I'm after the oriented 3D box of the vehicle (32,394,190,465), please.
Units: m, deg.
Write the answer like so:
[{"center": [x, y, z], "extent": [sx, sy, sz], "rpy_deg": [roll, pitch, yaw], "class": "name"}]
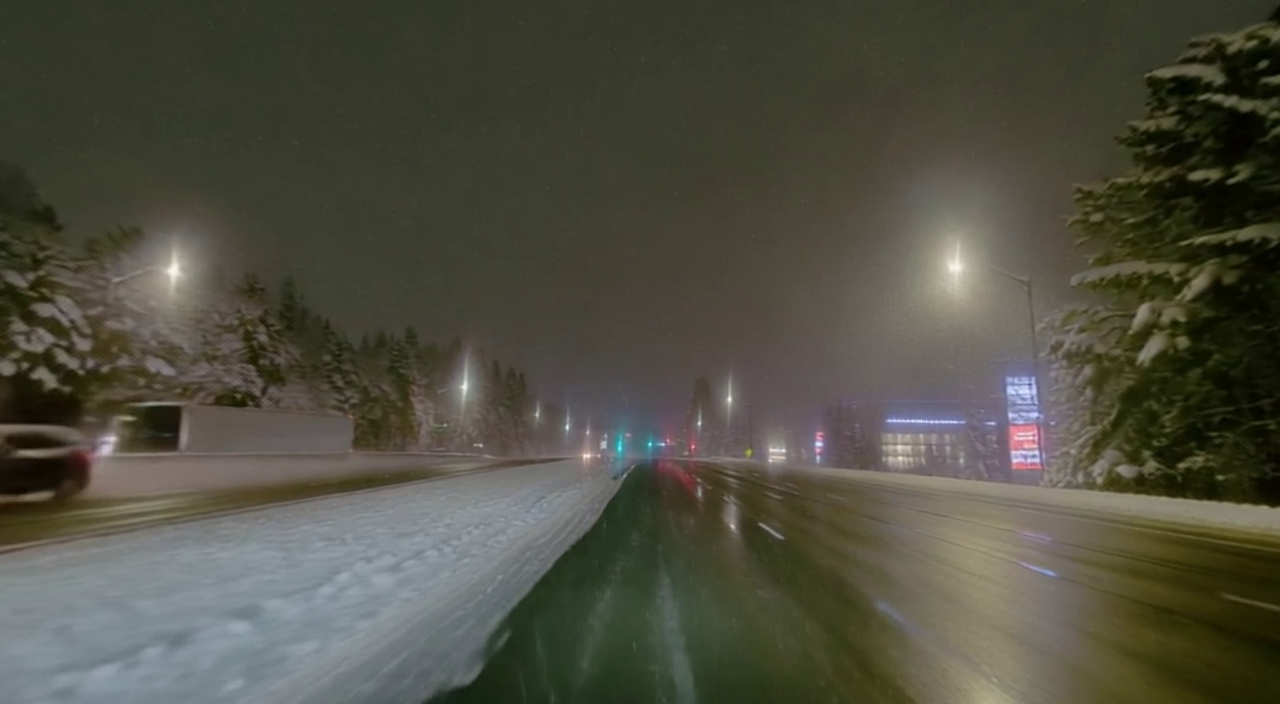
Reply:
[{"center": [-35.260, 5.255, 42.502], "extent": [3.275, 4.316, 7.018], "rpy_deg": [-3, -9, 25], "class": "vehicle"}]
